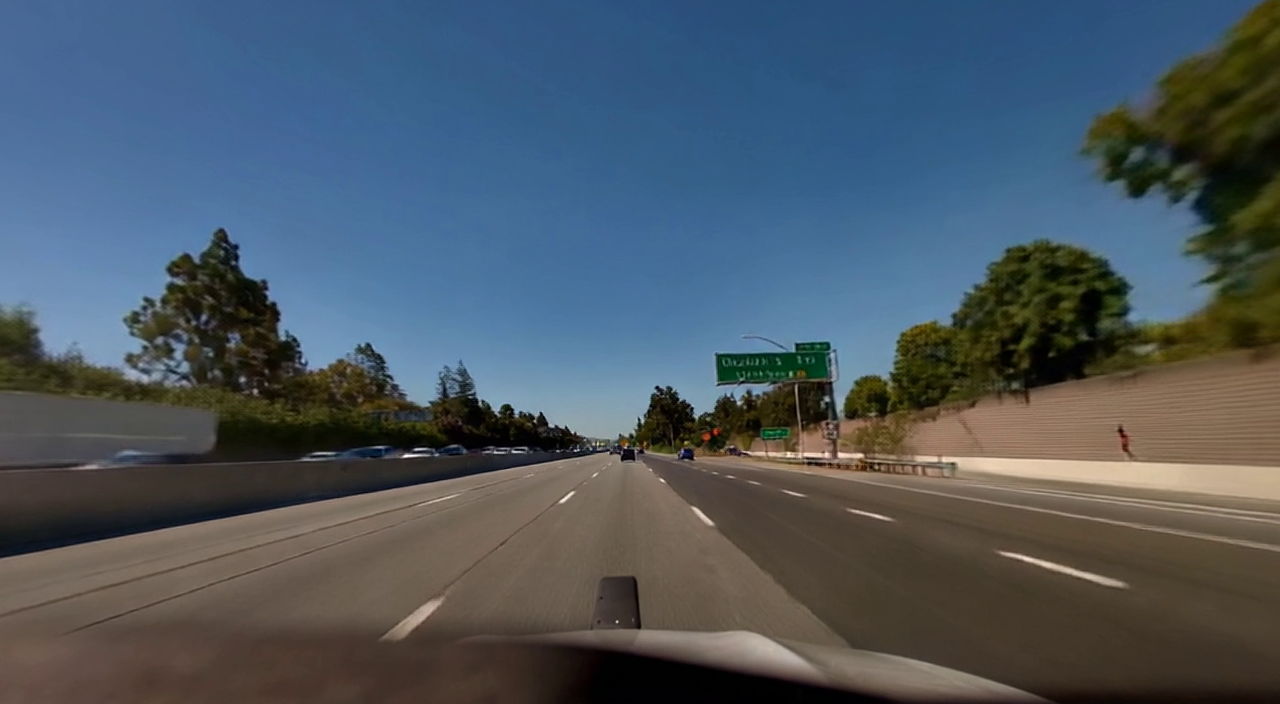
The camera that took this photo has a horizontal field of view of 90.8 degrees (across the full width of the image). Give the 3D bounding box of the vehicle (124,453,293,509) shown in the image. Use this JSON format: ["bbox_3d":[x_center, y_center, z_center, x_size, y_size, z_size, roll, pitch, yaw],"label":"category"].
[{"bbox_3d":[-12.832,3.827,19.244,1.908,1.467,4.603,0,-9,0],"label":"vehicle"}]

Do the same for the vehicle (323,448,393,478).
[{"bbox_3d":[-16.368,6.444,36.911,2.038,1.608,4.445,0,-9,0],"label":"vehicle"}]

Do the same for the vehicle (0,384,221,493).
[{"bbox_3d":[-26.545,4.116,29.438,2.913,4.193,16.627,0,-9,-1],"label":"vehicle"}]

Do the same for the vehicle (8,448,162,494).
[{"bbox_3d":[-22.181,4.740,25.569,2.109,1.670,4.549,0,-9,-1],"label":"vehicle"}]
